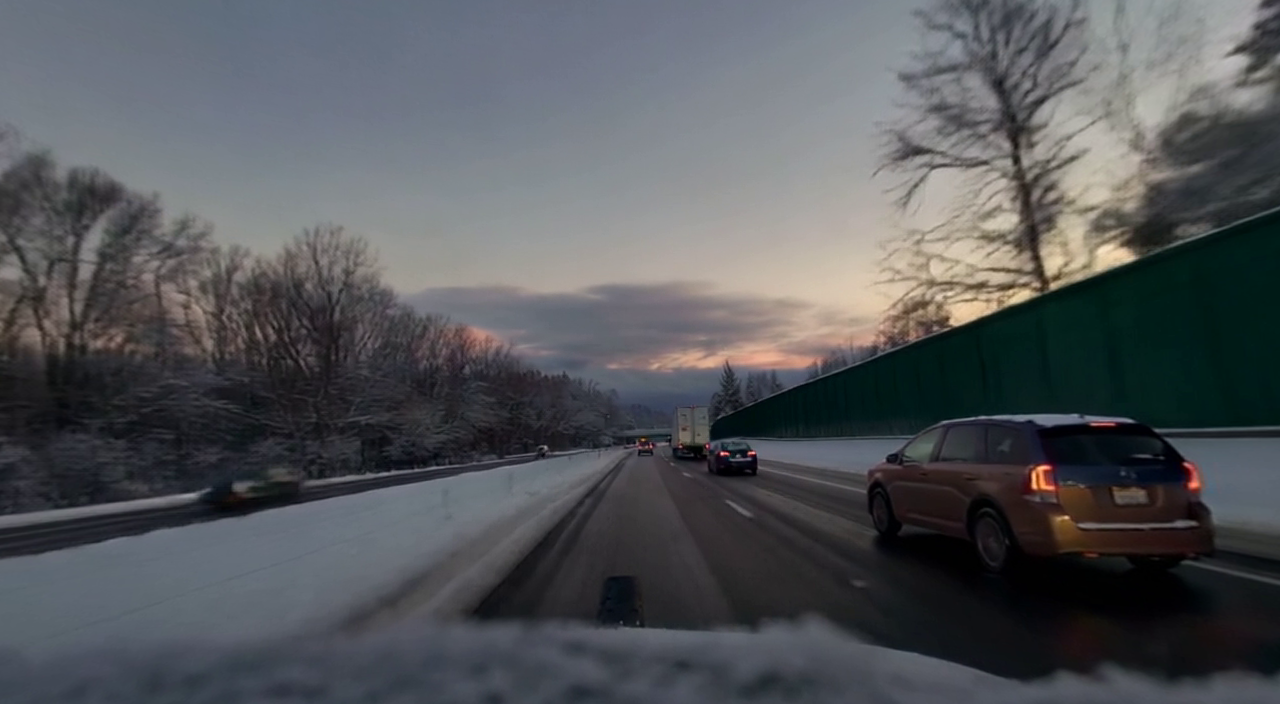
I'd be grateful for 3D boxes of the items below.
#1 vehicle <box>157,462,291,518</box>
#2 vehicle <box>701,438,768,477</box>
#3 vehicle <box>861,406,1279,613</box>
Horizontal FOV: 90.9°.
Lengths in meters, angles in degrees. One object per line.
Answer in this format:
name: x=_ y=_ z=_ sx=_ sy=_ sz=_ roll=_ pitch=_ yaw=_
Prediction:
vehicle: x=-12.981 y=4.298 z=19.993 sx=1.777 sy=1.465 sz=3.889 roll=1 pitch=-8 yaw=-4
vehicle: x=3.865 y=4.367 z=26.428 sx=2.000 sy=1.473 sz=4.440 roll=1 pitch=-8 yaw=-2
vehicle: x=4.163 y=1.478 z=6.818 sx=1.940 sy=1.539 sz=4.005 roll=1 pitch=-8 yaw=-2
